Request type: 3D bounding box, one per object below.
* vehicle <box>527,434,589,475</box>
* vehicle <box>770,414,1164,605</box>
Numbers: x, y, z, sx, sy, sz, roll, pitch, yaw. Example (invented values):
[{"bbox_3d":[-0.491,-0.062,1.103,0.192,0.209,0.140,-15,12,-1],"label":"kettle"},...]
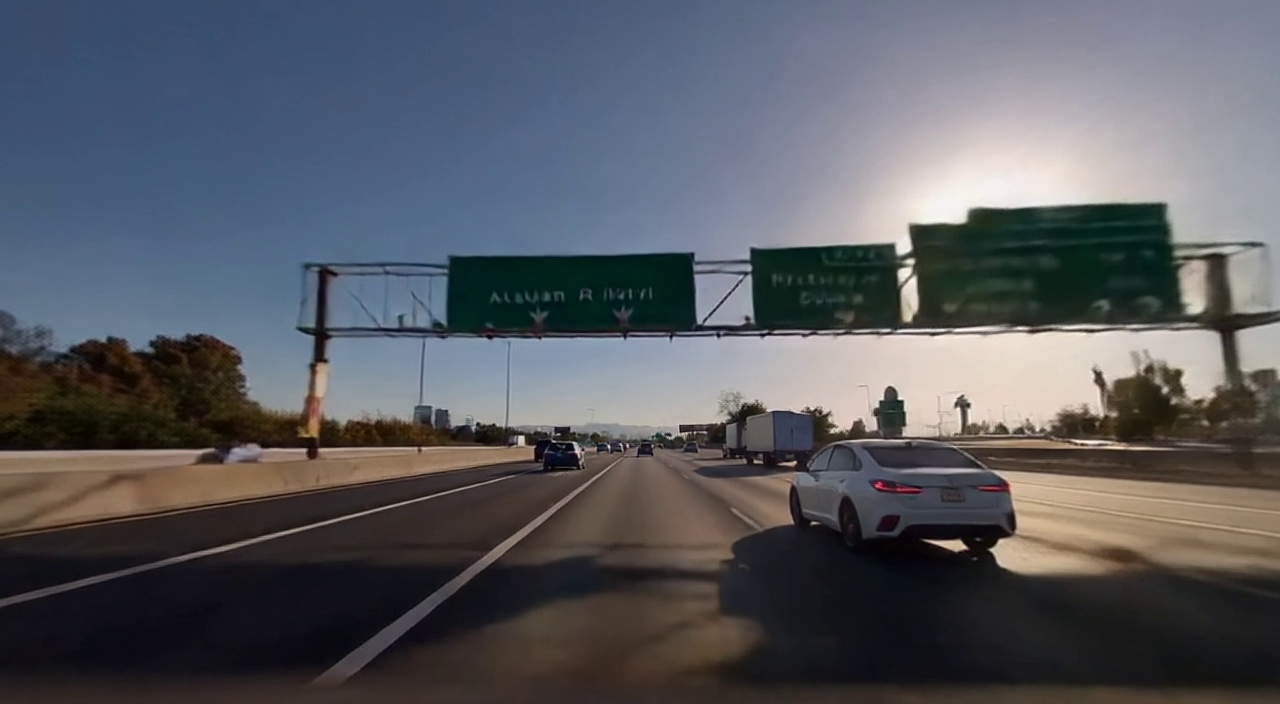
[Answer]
[{"bbox_3d":[-3.725,4.783,29.547,2.193,1.746,4.512,0,-9,1],"label":"vehicle"},{"bbox_3d":[3.211,1.667,7.728,2.107,1.550,4.949,0,-9,-1],"label":"vehicle"}]
